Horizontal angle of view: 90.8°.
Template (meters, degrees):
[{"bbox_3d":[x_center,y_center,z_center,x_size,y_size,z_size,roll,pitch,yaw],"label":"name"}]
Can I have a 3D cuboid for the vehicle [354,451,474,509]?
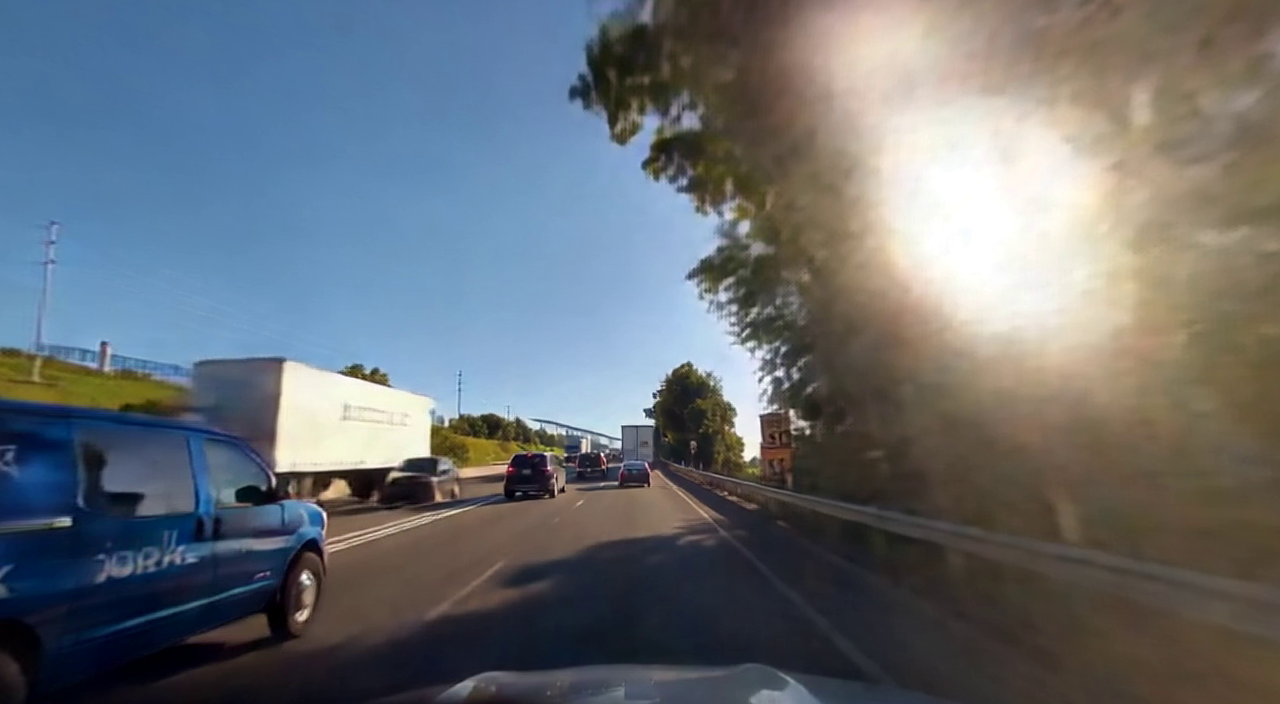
[{"bbox_3d":[-6.736,3.834,19.462,1.932,1.524,4.777,0,-9,0],"label":"vehicle"}]

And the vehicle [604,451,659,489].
[{"bbox_3d":[-0.353,4.781,25.919,2.095,1.393,3.908,0,-9,-1],"label":"vehicle"}]

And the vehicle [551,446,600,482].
[{"bbox_3d":[-3.138,5.574,31.645,1.994,1.663,4.047,0,-9,1],"label":"vehicle"}]

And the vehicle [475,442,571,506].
[{"bbox_3d":[-3.198,3.427,18.153,1.937,1.600,4.141,0,-9,1],"label":"vehicle"}]

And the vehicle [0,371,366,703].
[{"bbox_3d":[-3.338,1.023,2.878,2.117,1.688,4.582,0,-9,0],"label":"vehicle"}]
